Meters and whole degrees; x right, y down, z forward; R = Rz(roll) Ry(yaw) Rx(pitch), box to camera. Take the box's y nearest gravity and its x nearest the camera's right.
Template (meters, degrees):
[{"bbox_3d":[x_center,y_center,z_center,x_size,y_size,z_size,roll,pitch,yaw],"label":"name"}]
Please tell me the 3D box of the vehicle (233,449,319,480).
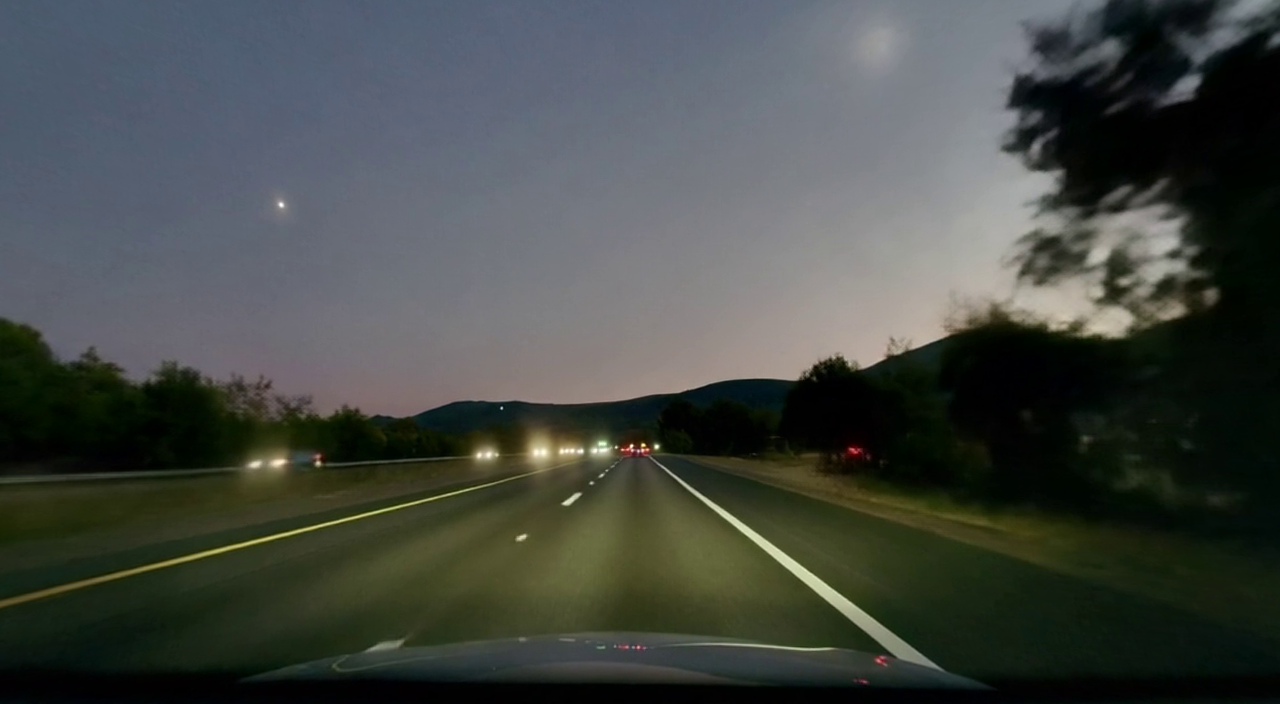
[{"bbox_3d":[-25.631,7.911,44.848,2.375,1.973,6.248,0,-9,0],"label":"vehicle"}]
